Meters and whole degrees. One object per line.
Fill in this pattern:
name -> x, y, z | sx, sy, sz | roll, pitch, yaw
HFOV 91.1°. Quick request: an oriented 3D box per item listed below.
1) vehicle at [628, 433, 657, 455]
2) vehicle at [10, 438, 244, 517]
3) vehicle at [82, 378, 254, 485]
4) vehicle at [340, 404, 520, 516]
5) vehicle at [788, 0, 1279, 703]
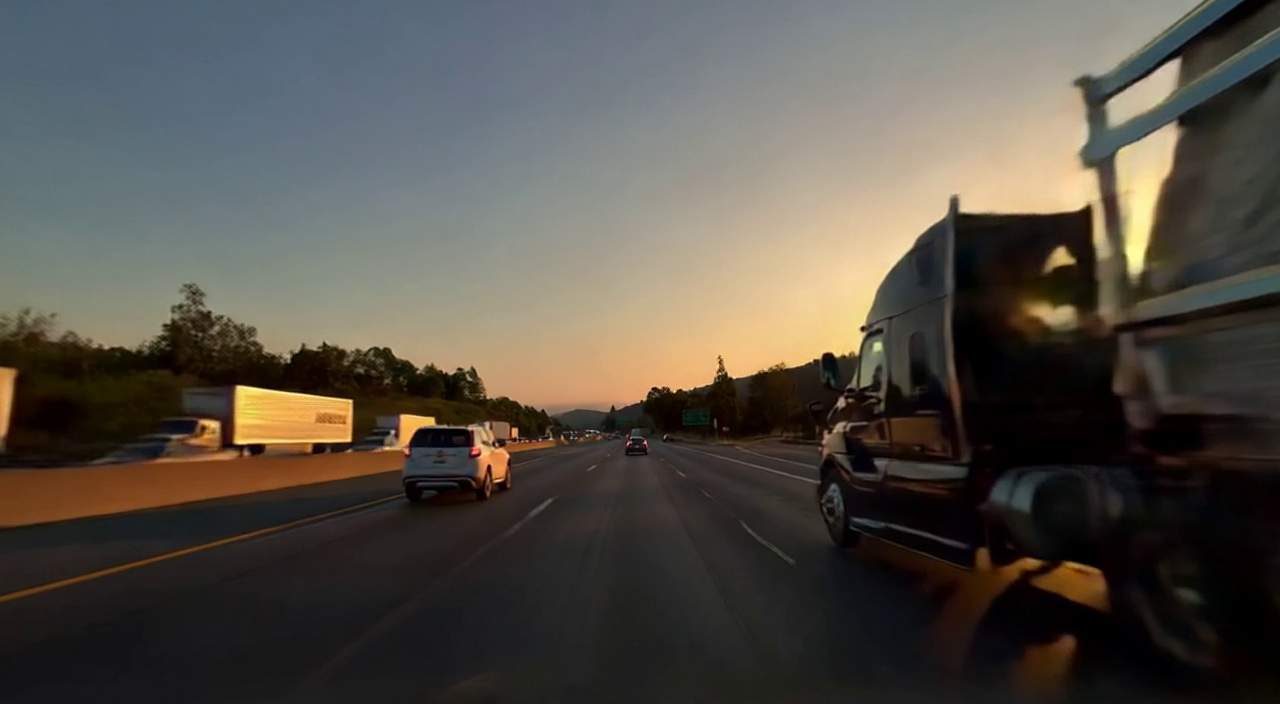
vehicle -> 0.164, 6.839, 46.692 | 2.051, 1.528, 4.265 | 0, -8, -1
vehicle -> -11.083, 2.672, 14.057 | 1.891, 1.475, 3.958 | 0, -8, 0
vehicle -> -19.544, 3.336, 26.526 | 3.070, 4.049, 5.097 | 0, -8, -1
vehicle -> -4.007, 2.144, 13.068 | 2.115, 1.887, 4.721 | 0, -8, 0
vehicle -> 3.565, -0.060, 5.522 | 3.024, 4.287, 5.601 | 1, -7, -1
